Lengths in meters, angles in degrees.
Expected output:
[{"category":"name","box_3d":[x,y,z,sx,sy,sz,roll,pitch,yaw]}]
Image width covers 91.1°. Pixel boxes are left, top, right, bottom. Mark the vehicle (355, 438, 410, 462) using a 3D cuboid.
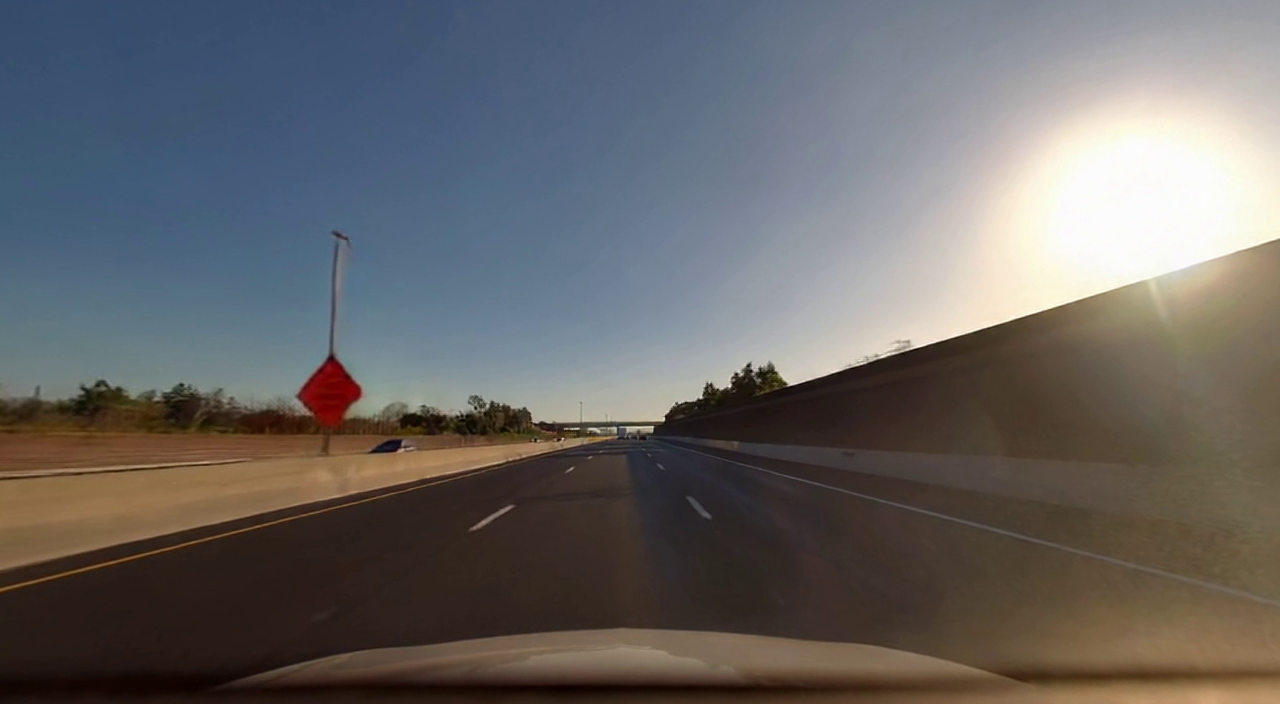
[{"category":"vehicle","box_3d":[-17.456,6.633,42.873,1.902,1.512,4.474,0,-8,-1]}]
